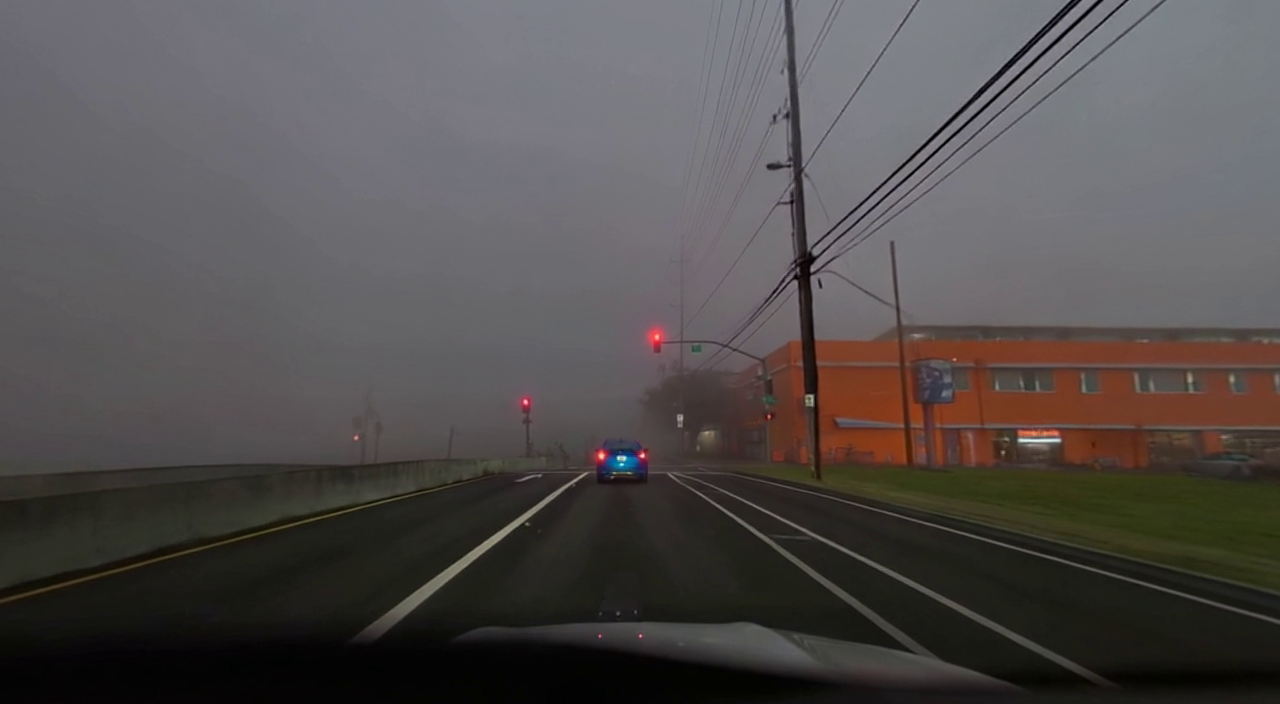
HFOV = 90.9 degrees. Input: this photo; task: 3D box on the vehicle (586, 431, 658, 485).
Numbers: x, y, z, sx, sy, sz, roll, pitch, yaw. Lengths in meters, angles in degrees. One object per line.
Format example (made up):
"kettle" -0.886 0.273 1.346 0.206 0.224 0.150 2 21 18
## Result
"vehicle" -0.568 3.390 20.500 2.123 1.566 3.662 0 -8 -1
